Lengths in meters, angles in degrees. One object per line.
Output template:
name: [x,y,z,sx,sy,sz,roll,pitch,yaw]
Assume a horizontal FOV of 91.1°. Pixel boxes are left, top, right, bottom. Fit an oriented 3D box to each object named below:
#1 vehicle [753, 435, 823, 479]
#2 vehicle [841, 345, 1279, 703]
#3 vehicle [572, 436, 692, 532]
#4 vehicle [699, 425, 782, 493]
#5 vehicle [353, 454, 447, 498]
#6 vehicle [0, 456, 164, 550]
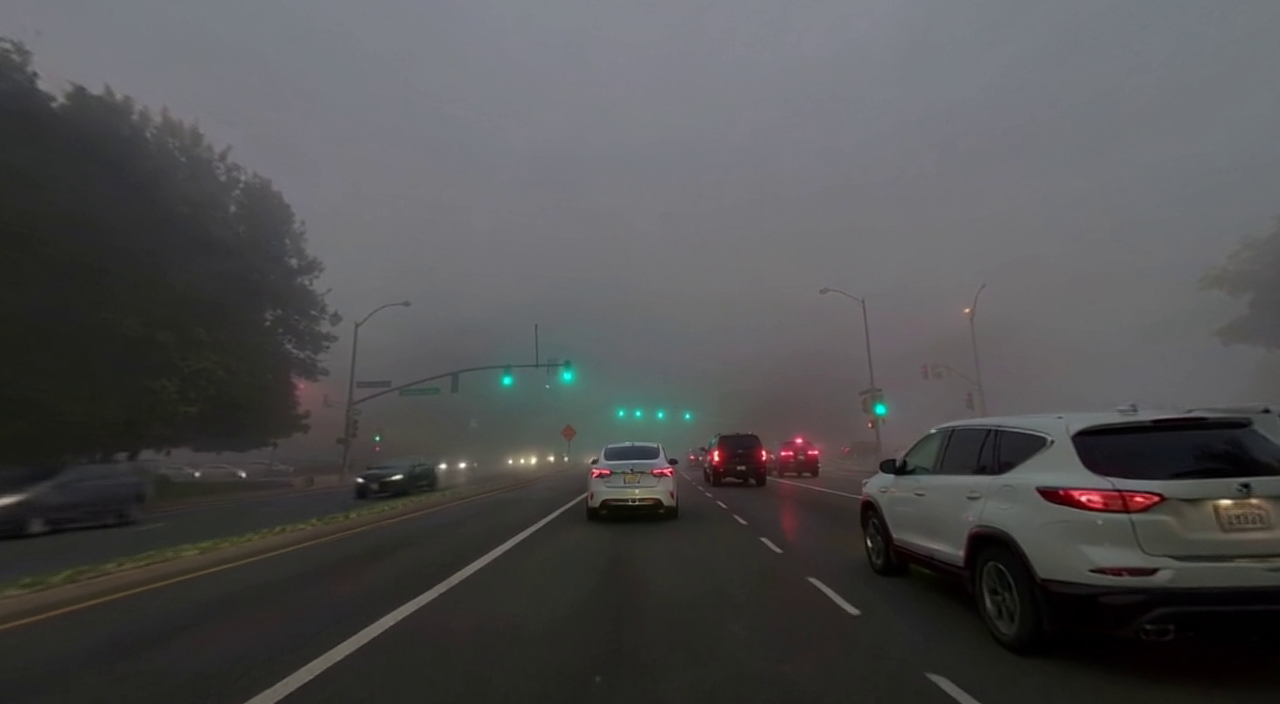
vehicle: [7.994,5.735,34.584,2.627,2.252,5.236,0,-8,1]
vehicle: [3.431,1.256,5.410,1.982,1.960,4.427,0,-8,1]
vehicle: [-0.104,2.635,13.141,2.111,1.676,4.018,0,-8,1]
vehicle: [3.977,4.348,25.994,2.516,2.481,5.766,0,-8,1]
vehicle: [-9.287,4.804,24.748,1.933,1.469,4.516,0,-8,0]
vehicle: [-12.631,3.008,12.972,1.944,1.638,4.496,0,-8,1]
